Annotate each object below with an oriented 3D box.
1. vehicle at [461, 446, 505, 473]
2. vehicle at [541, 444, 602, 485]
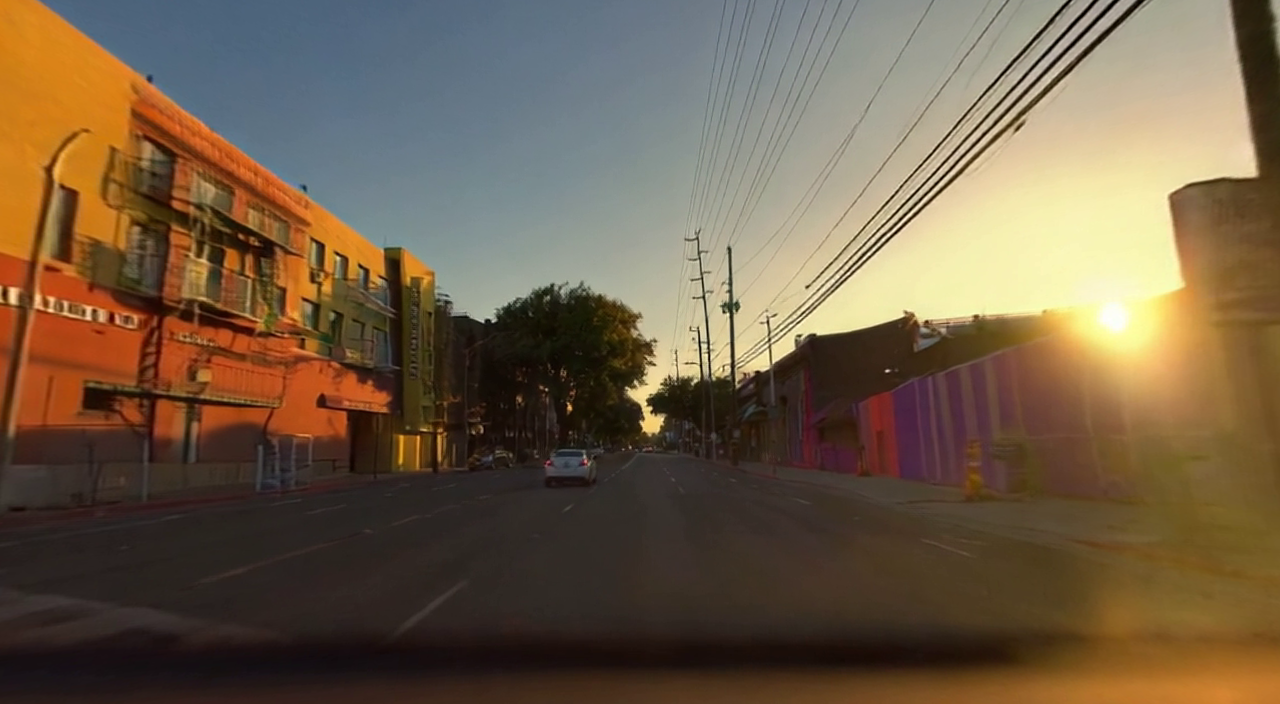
[{"bbox_3d":[-11.572,7.905,46.636,2.052,1.898,4.253,-1,-9,1],"label":"vehicle"},{"bbox_3d":[-2.826,4.775,27.059,2.036,1.589,4.549,0,-9,1],"label":"vehicle"}]
